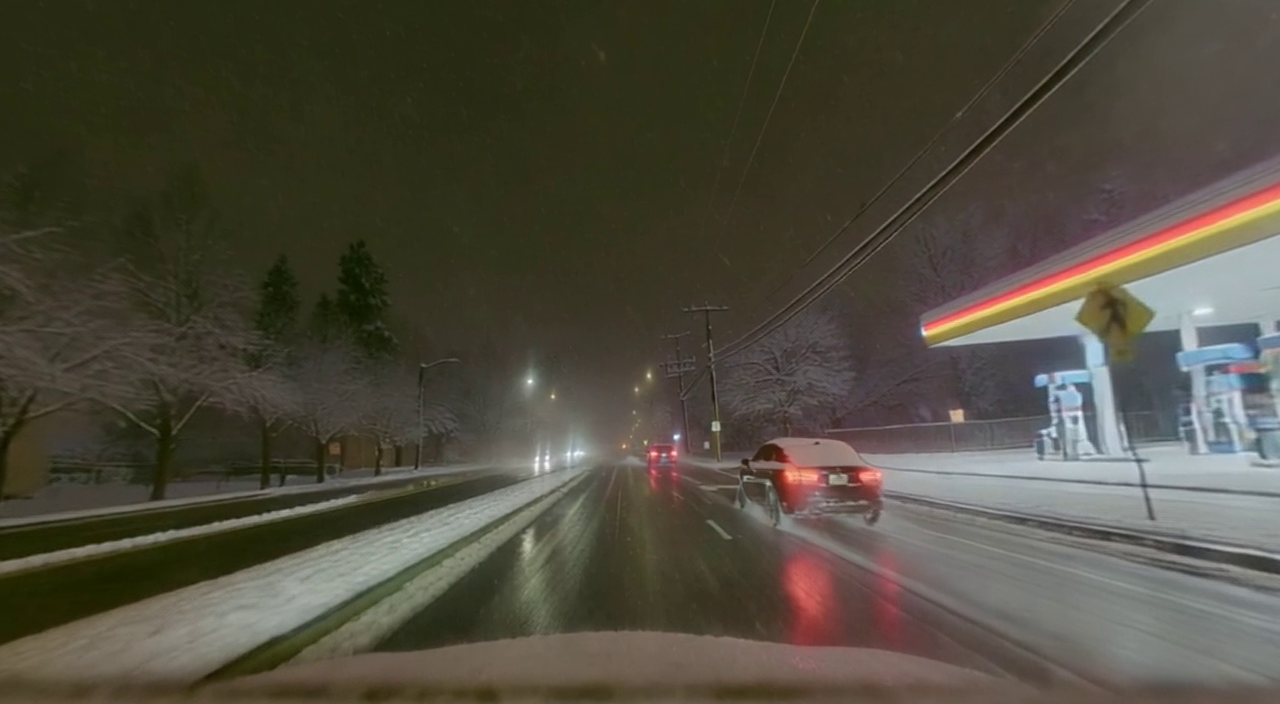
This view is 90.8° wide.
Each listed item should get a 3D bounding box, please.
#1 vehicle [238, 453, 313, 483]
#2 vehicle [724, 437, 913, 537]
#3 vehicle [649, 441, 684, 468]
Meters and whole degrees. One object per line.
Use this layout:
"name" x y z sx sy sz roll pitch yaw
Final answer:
"vehicle" -24.576 7.787 42.863 2.082 1.829 5.094 0 -8 0
"vehicle" 2.980 2.348 11.703 2.061 1.475 4.296 0 -8 -3
"vehicle" 1.872 7.399 45.772 2.115 1.840 4.777 0 -8 -3
